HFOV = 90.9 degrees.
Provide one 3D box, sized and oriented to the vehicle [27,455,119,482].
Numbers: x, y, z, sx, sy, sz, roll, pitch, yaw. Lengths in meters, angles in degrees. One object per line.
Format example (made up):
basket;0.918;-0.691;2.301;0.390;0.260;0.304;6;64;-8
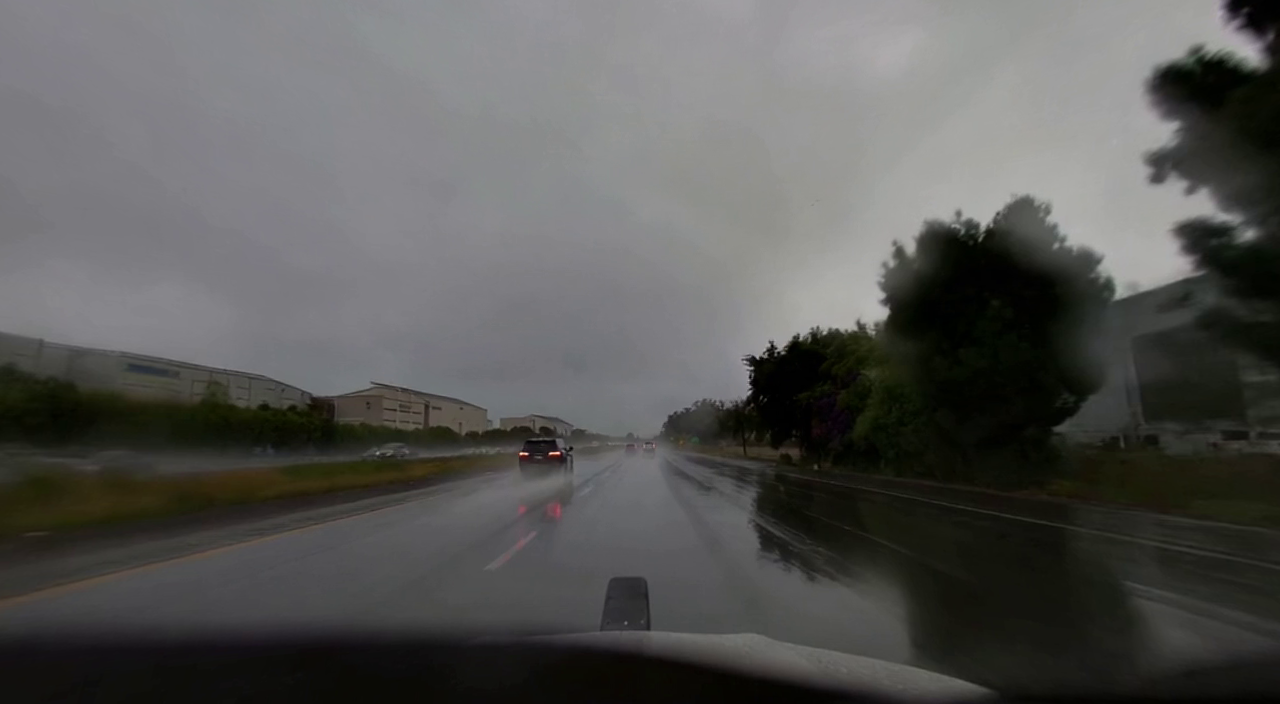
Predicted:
vehicle;-31.772;6.525;35.482;1.692;1.333;3.755;0;-9;0

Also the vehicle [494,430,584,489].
vehicle;-3.433;3.801;22.484;2.218;1.850;4.774;0;-9;2
